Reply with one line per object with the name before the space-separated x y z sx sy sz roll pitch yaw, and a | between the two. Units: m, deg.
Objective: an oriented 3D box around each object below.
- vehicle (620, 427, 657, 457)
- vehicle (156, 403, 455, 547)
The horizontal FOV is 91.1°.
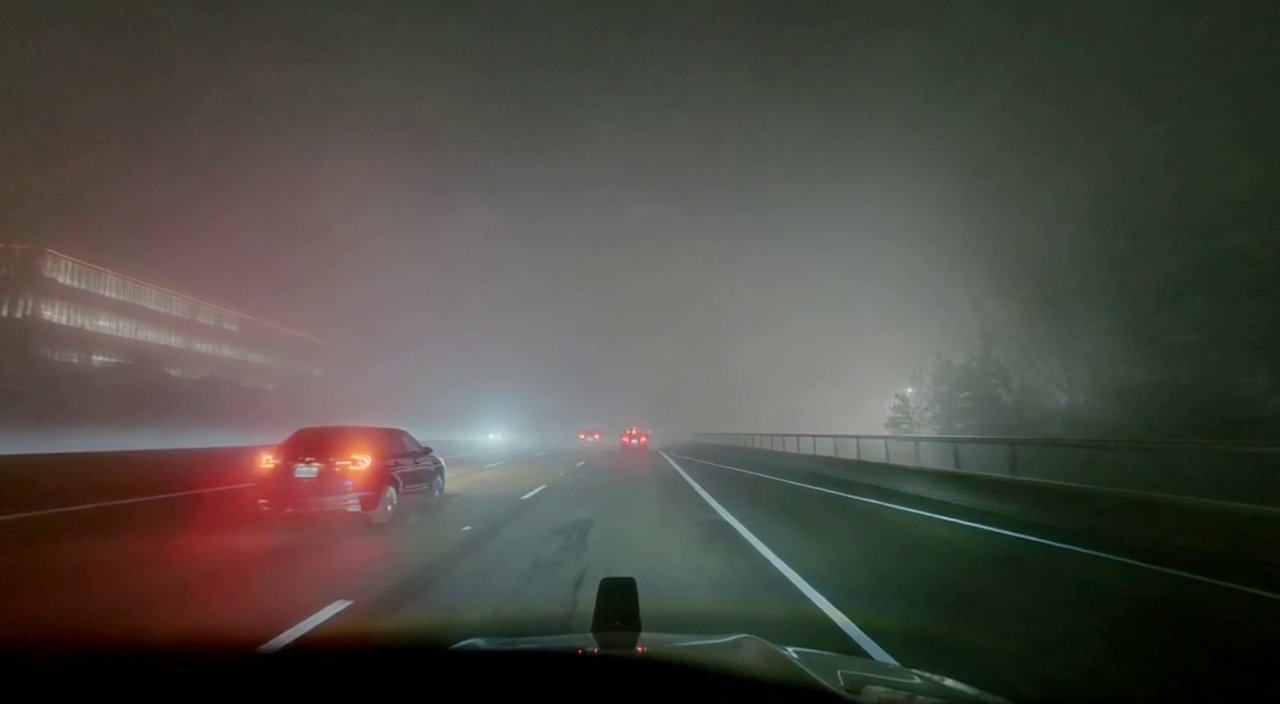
vehicle | -0.117 5.300 37.093 2.036 1.637 4.009 0 -8 -1
vehicle | -4.462 1.694 9.427 2.036 1.612 4.510 0 -8 -1
